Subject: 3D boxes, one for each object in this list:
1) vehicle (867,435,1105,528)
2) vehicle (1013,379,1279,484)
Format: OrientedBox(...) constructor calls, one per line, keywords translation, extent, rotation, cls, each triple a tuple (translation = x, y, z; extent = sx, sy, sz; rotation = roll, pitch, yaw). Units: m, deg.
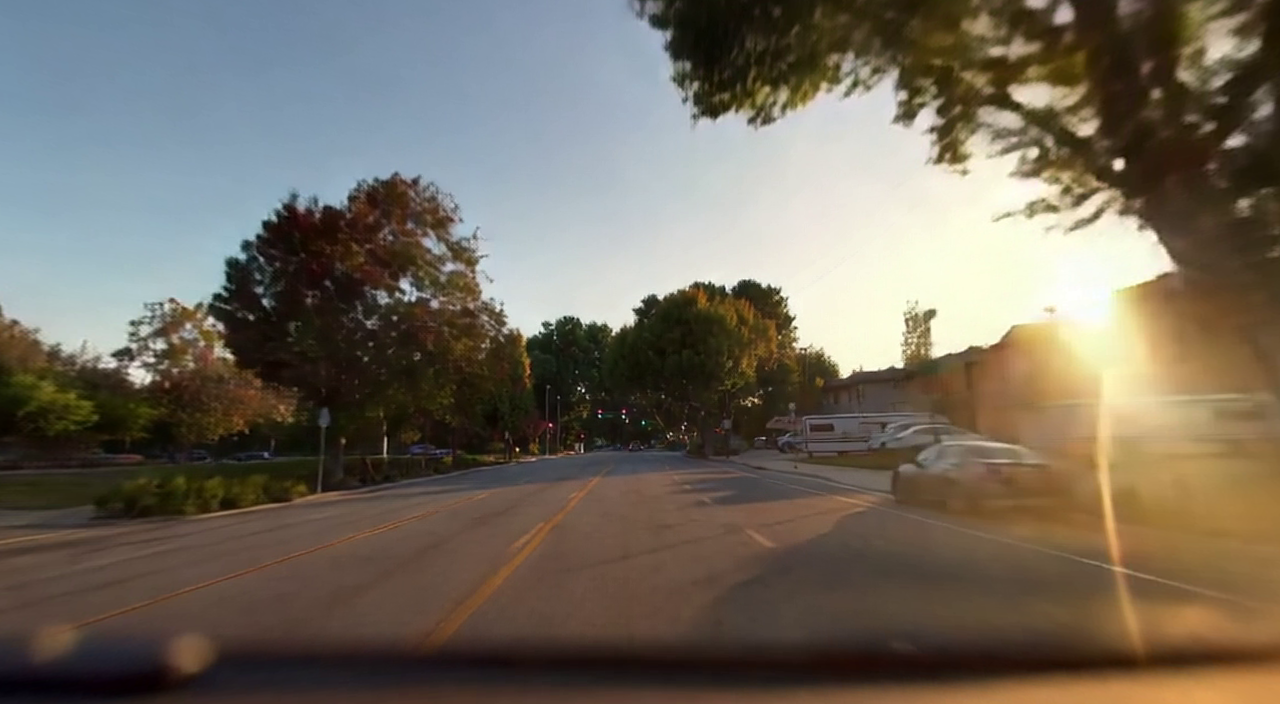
OrientedBox(translation=(6.323, 2.394, 12.278), extent=(1.993, 1.461, 4.269), rotation=(0, -9, -4), cls="vehicle")
OrientedBox(translation=(17.087, 2.554, 20.321), extent=(8.016, 2.965, 3.192), rotation=(-1, -8, 0), cls="vehicle")
